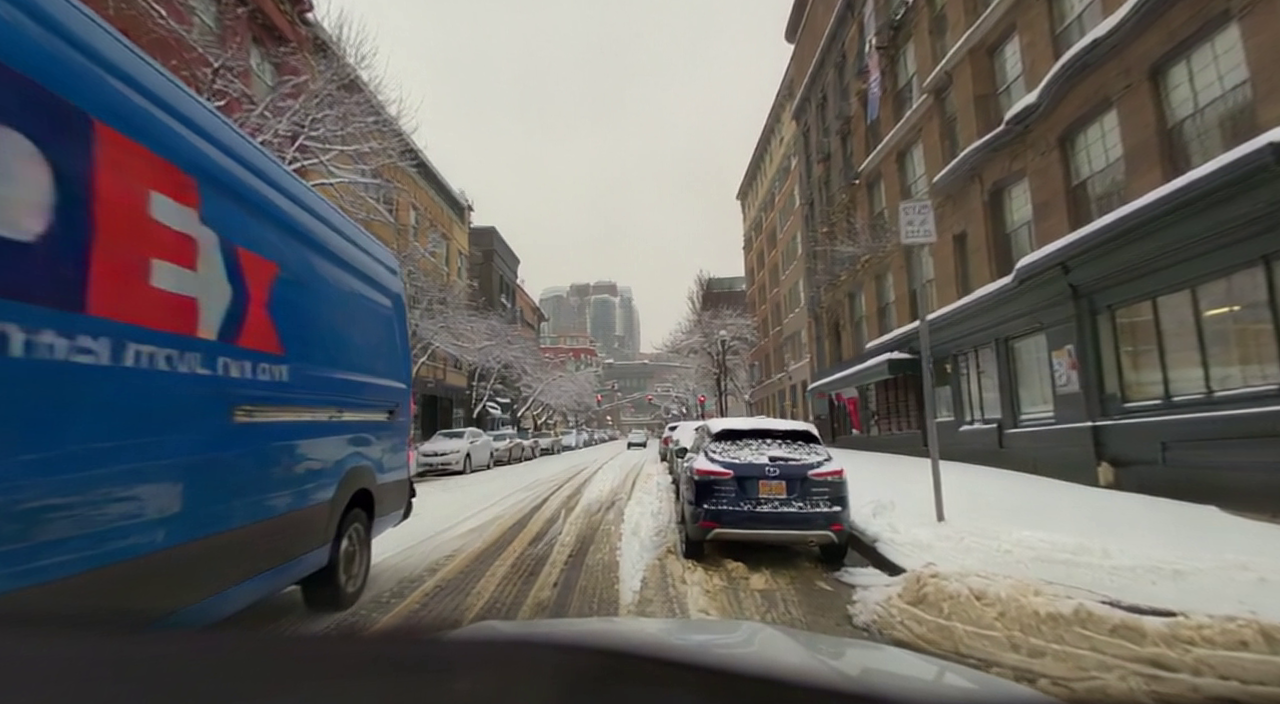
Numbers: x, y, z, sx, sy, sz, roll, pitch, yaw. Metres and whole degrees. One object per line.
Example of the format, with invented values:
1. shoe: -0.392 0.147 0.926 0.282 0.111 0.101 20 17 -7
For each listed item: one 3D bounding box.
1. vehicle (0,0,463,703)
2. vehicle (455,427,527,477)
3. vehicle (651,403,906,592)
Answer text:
1. vehicle: -3.200 0.126 3.599 2.558 3.014 7.101 0 -9 -2
2. vehicle: -5.826 3.908 25.201 1.859 1.508 4.144 2 -3 0
3. vehicle: 1.137 1.468 7.366 1.925 1.481 4.653 0 -8 0
